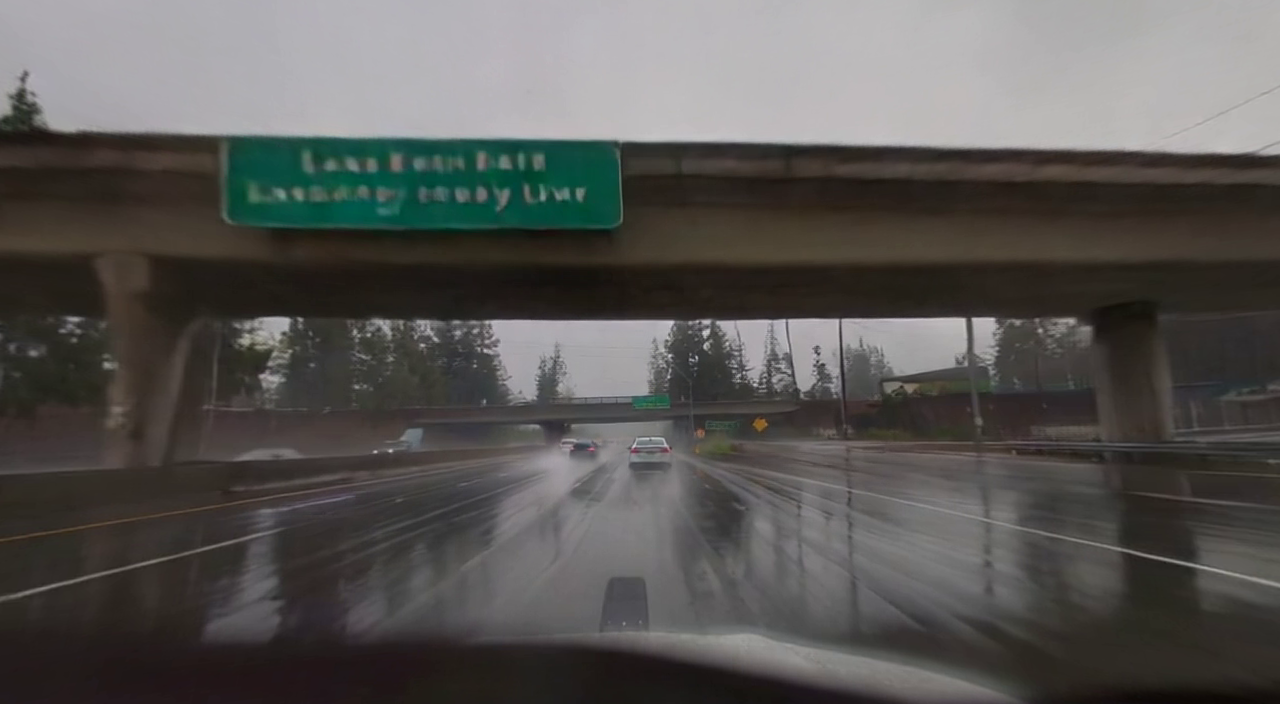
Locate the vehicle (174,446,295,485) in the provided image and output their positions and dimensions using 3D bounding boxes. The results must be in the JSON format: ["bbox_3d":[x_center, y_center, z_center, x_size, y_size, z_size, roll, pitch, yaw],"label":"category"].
[{"bbox_3d":[-17.299,4.826,27.253,1.980,1.481,4.763,0,-8,1],"label":"vehicle"}]

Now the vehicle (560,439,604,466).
[{"bbox_3d":[-3.374,5.941,37.516,2.056,1.464,4.564,0,-8,1],"label":"vehicle"}]

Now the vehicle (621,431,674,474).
[{"bbox_3d":[0.291,4.330,27.375,2.152,1.697,4.066,0,-8,0],"label":"vehicle"}]
